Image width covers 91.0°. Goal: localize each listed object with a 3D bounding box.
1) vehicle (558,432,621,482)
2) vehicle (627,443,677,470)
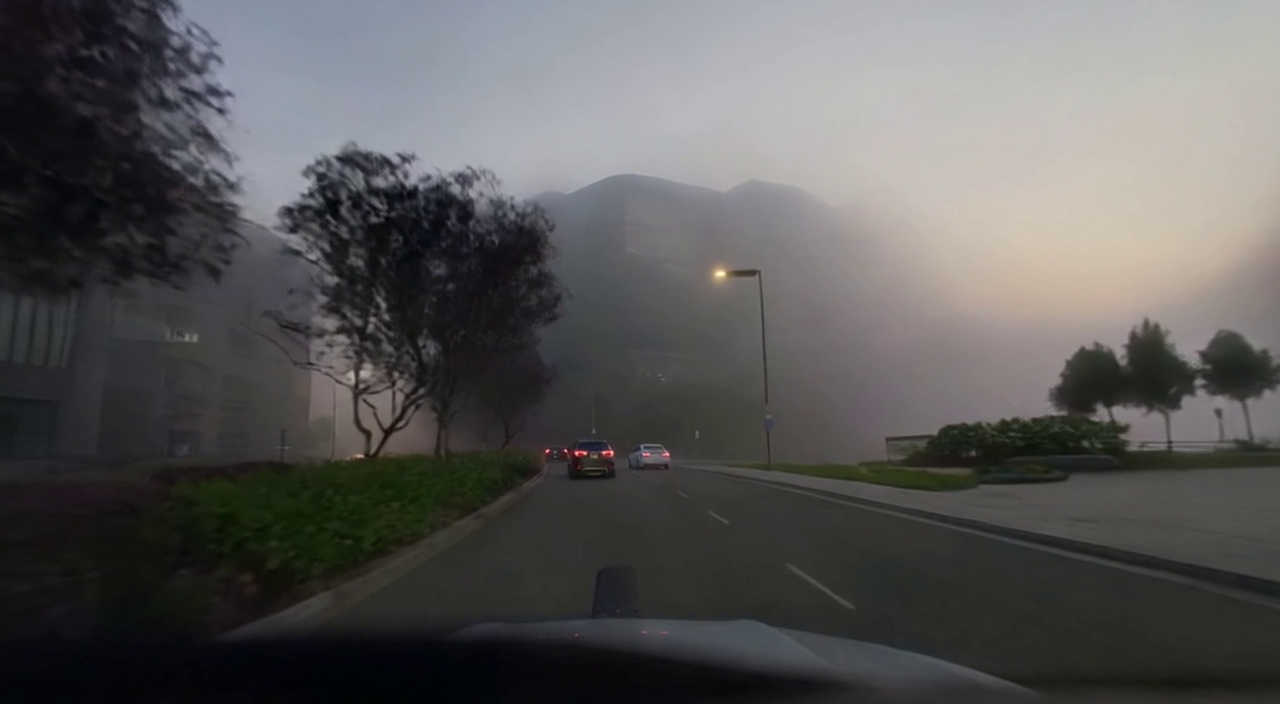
[{"bbox_3d":[-1.977,4.033,24.442,2.173,1.761,4.374,1,-9,-5],"label":"vehicle"},{"bbox_3d":[0.653,6.205,37.692,2.116,1.506,4.355,2,-9,-10],"label":"vehicle"}]
